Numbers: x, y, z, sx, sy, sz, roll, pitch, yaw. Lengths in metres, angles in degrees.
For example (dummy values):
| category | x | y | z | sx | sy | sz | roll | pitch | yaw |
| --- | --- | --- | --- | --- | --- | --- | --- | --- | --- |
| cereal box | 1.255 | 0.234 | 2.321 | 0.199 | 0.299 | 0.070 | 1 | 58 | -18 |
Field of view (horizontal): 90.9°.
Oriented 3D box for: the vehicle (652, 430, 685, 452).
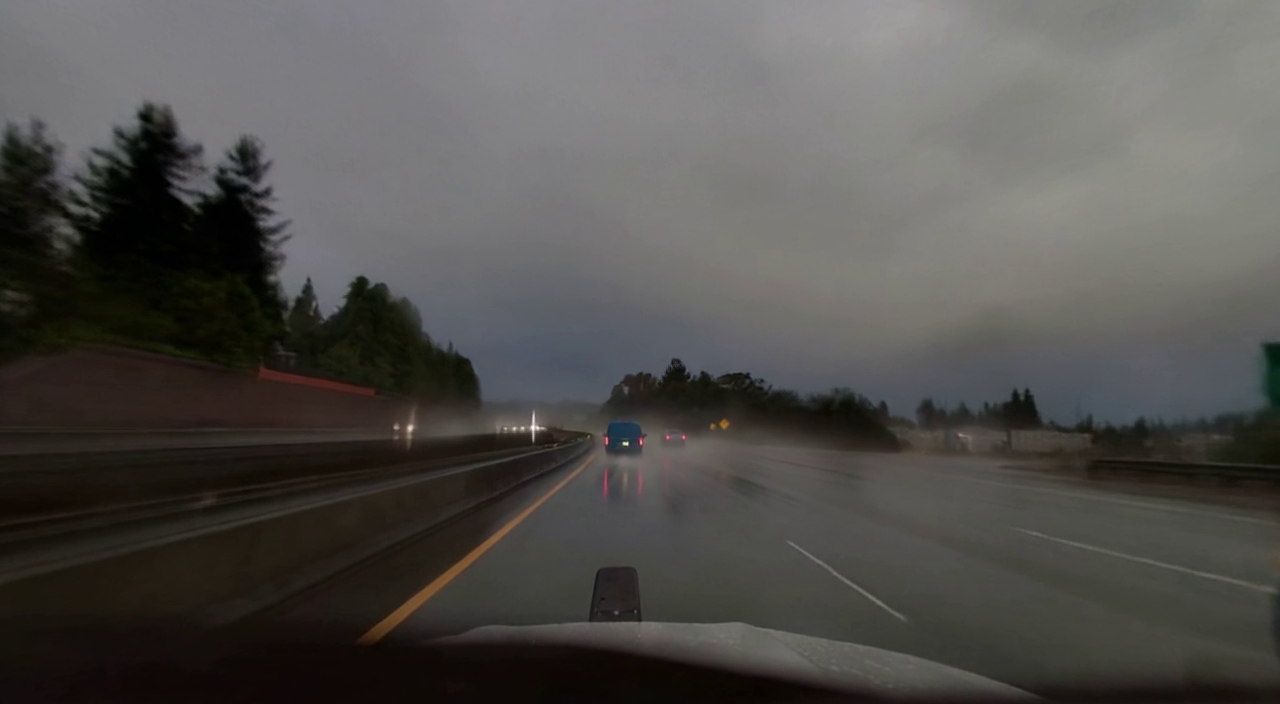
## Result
| category | x | y | z | sx | sy | sz | roll | pitch | yaw |
| --- | --- | --- | --- | --- | --- | --- | --- | --- | --- |
| vehicle | 2.079 | 6.618 | 47.019 | 1.996 | 1.589 | 3.715 | 1 | -8 | -4 |

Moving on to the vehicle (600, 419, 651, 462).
| category | x | y | z | sx | sy | sz | roll | pitch | yaw |
| --- | --- | --- | --- | --- | --- | --- | --- | --- | --- |
| vehicle | -0.789 | 4.468 | 31.809 | 2.403 | 1.994 | 4.683 | 0 | -8 | -3 |
